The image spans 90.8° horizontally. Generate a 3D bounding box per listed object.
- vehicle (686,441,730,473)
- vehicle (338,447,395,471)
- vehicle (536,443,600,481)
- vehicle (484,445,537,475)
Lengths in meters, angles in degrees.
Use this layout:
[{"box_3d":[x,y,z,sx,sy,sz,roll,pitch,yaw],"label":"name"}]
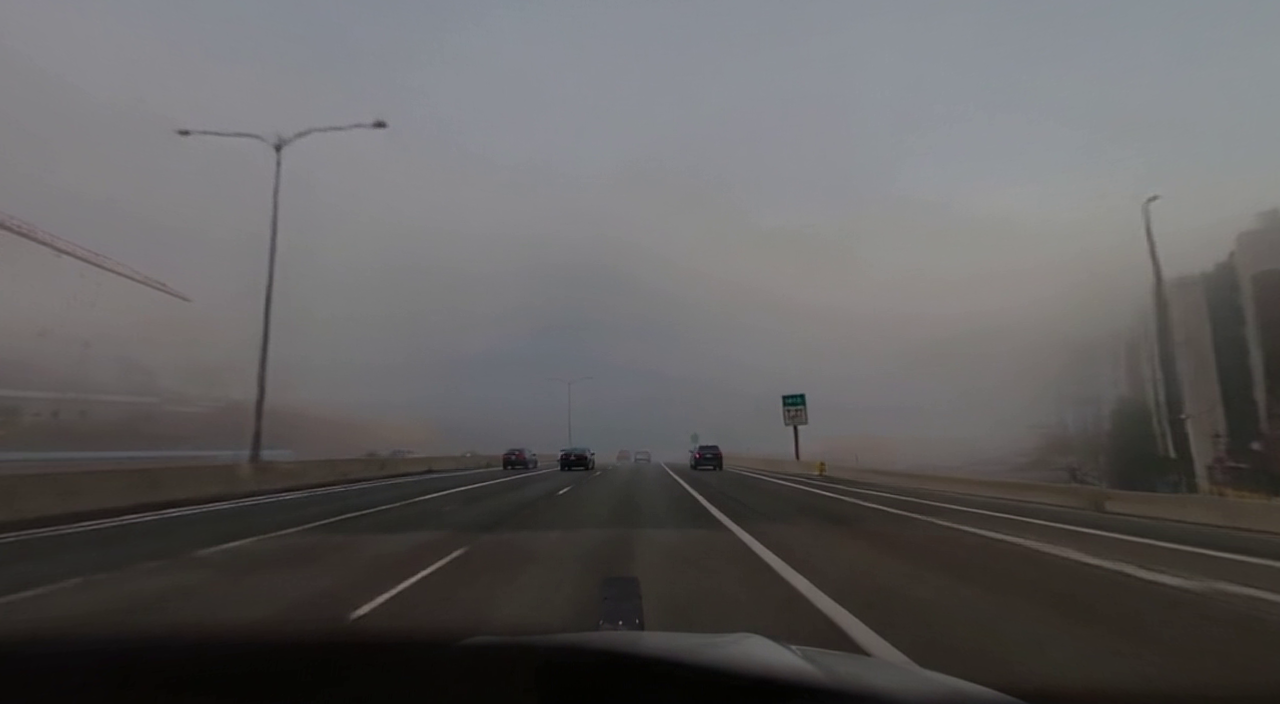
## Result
[{"box_3d":[3.690,5.753,34.848,1.978,1.602,4.092,0,-9,1],"label":"vehicle"},{"box_3d":[-20.095,7.871,46.676,1.969,1.656,4.655,-1,-9,3],"label":"vehicle"},{"box_3d":[-3.067,4.796,27.849,2.136,1.512,4.488,0,-9,2],"label":"vehicle"},{"box_3d":[-7.058,5.940,34.919,1.951,1.528,4.209,0,-9,2],"label":"vehicle"}]
